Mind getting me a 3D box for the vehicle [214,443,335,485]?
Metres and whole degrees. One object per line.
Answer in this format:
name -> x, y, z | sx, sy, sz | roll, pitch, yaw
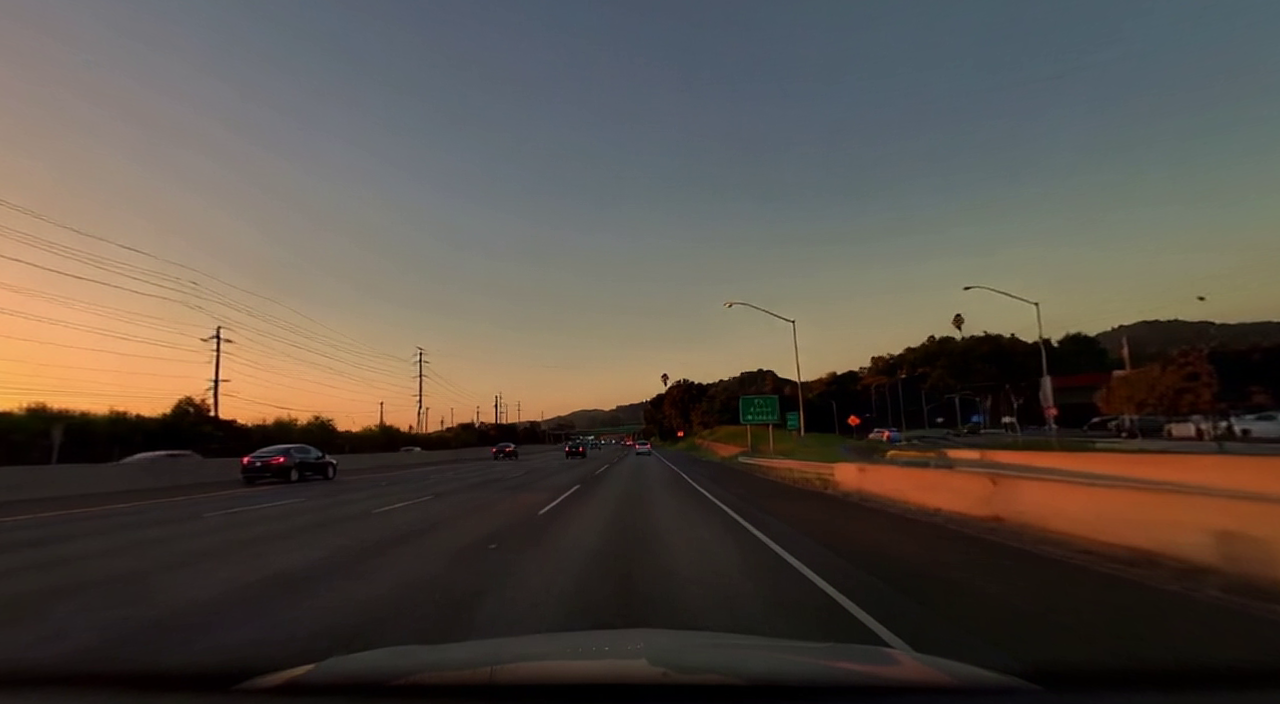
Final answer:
vehicle -> -14.005, 4.275, 24.530 | 1.988, 1.477, 4.442 | 0, -8, 0
